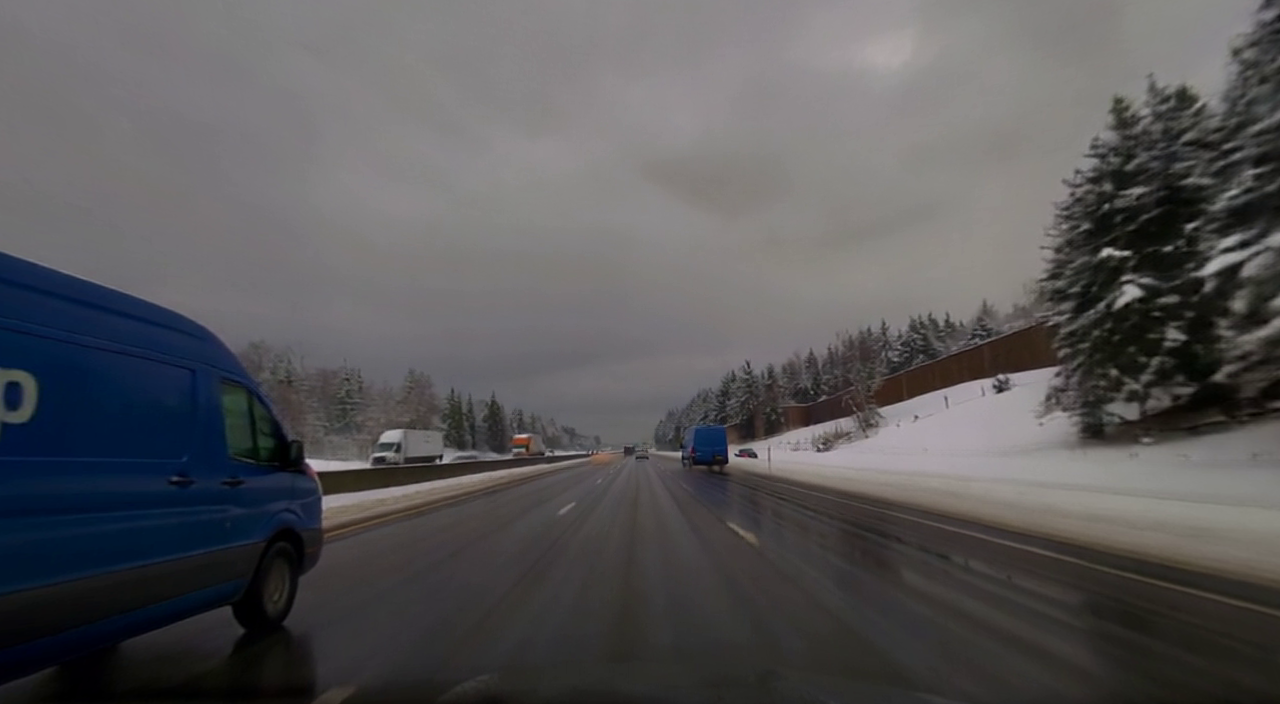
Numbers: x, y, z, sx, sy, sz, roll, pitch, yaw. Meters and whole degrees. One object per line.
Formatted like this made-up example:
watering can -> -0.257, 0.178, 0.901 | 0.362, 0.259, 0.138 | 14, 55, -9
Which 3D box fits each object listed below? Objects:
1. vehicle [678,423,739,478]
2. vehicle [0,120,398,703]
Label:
vehicle -> 3.427, 5.108, 32.829 | 2.373, 2.561, 5.922 | 0, -9, -1
vehicle -> -3.573, 0.501, 2.860 | 2.409, 2.523, 6.275 | 0, -9, 0
